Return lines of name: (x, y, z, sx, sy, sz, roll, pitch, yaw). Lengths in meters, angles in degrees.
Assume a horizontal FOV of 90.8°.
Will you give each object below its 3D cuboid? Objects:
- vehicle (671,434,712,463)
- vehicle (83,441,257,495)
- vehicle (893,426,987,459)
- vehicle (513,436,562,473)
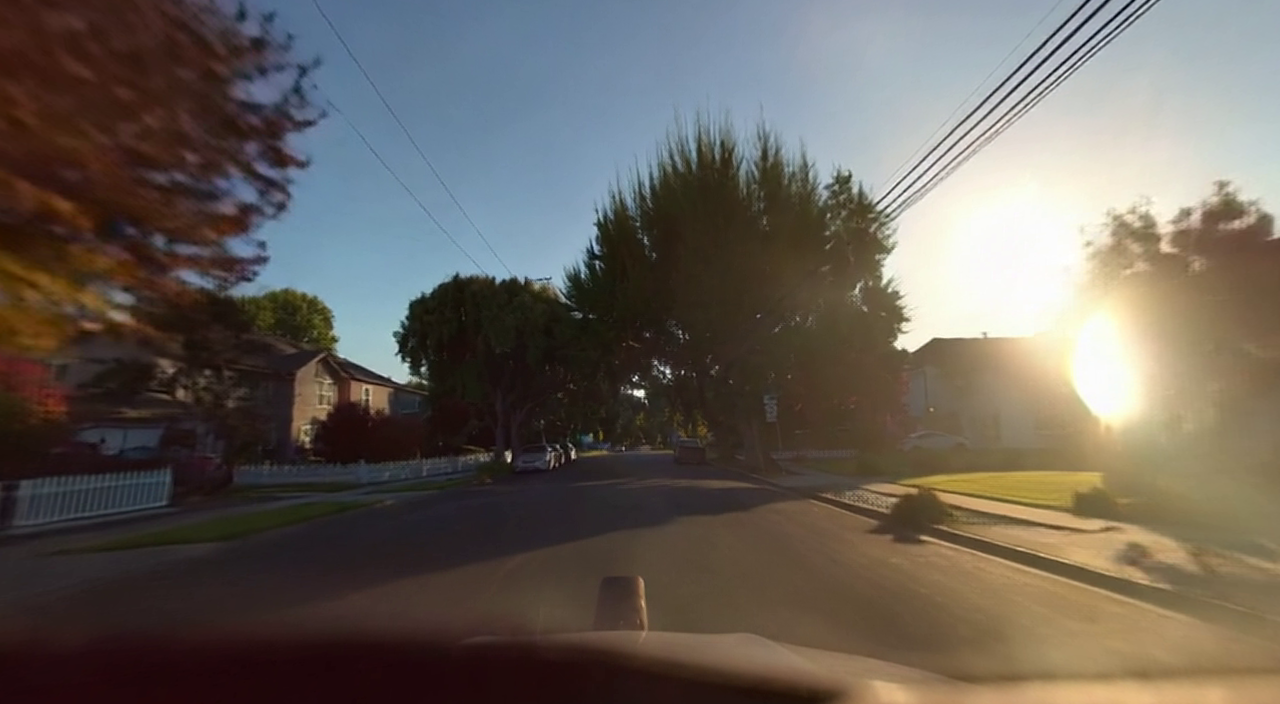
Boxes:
vehicle: (3.593, 6.879, 45.197, 2.407, 1.948, 6.408, 0, -8, 0)
vehicle: (-16.177, 4.010, 21.966, 4.402, 1.741, 1.951, 0, -9, -2)
vehicle: (17.180, 5.211, 36.381, 4.268, 1.788, 2.156, -1, -9, 1)
vehicle: (-5.992, 6.005, 37.478, 2.050, 1.911, 4.852, -3, -7, 0)
